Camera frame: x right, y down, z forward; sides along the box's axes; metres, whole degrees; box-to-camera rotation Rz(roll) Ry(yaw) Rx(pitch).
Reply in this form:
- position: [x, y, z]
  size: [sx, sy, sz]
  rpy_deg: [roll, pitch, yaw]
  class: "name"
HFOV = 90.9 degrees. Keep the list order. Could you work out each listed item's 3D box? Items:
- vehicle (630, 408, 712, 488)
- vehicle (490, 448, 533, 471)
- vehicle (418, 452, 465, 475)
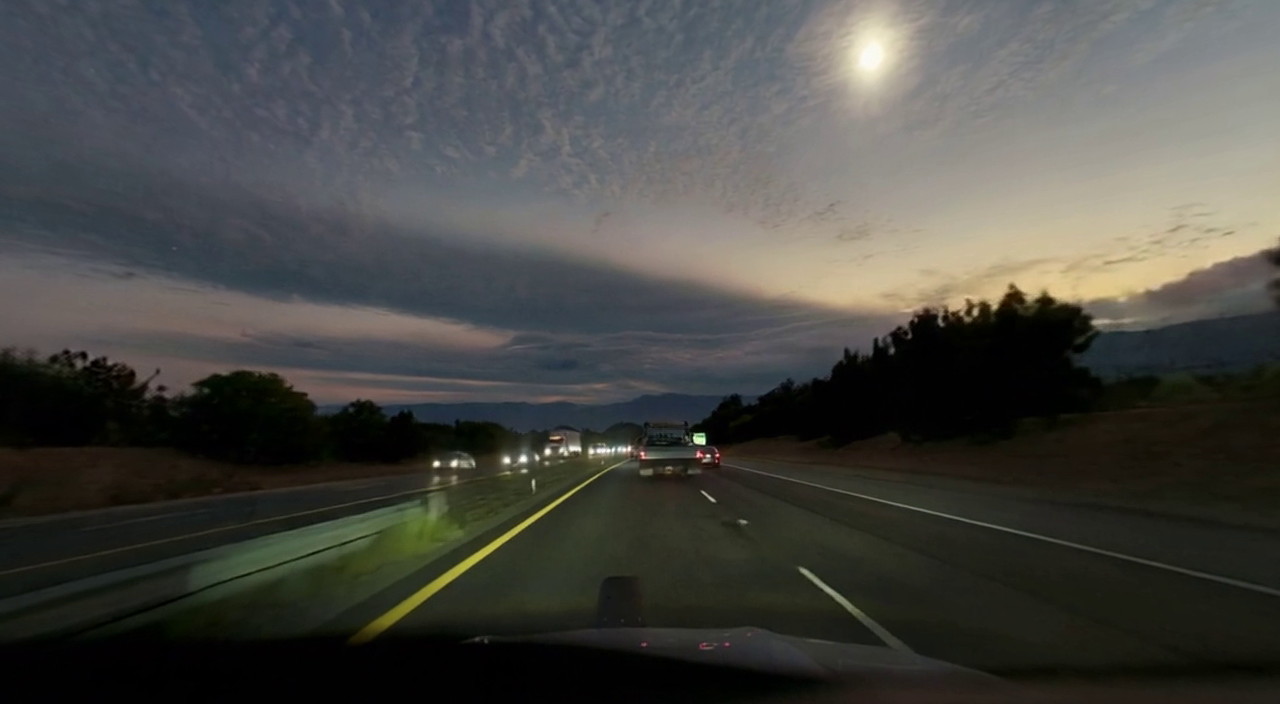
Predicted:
- position: [0.925, 3.407, 22.439]
  size: [2.423, 2.517, 5.055]
  rpy_deg: [0, -9, -3]
  class: "vehicle"
- position: [-9.039, 7.609, 44.750]
  size: [2.090, 1.496, 4.568]
  rpy_deg: [0, -9, 1]
  class: "vehicle"
- position: [-13.349, 7.500, 42.611]
  size: [1.900, 1.459, 3.853]
  rpy_deg: [0, -9, 1]
  class: "vehicle"
